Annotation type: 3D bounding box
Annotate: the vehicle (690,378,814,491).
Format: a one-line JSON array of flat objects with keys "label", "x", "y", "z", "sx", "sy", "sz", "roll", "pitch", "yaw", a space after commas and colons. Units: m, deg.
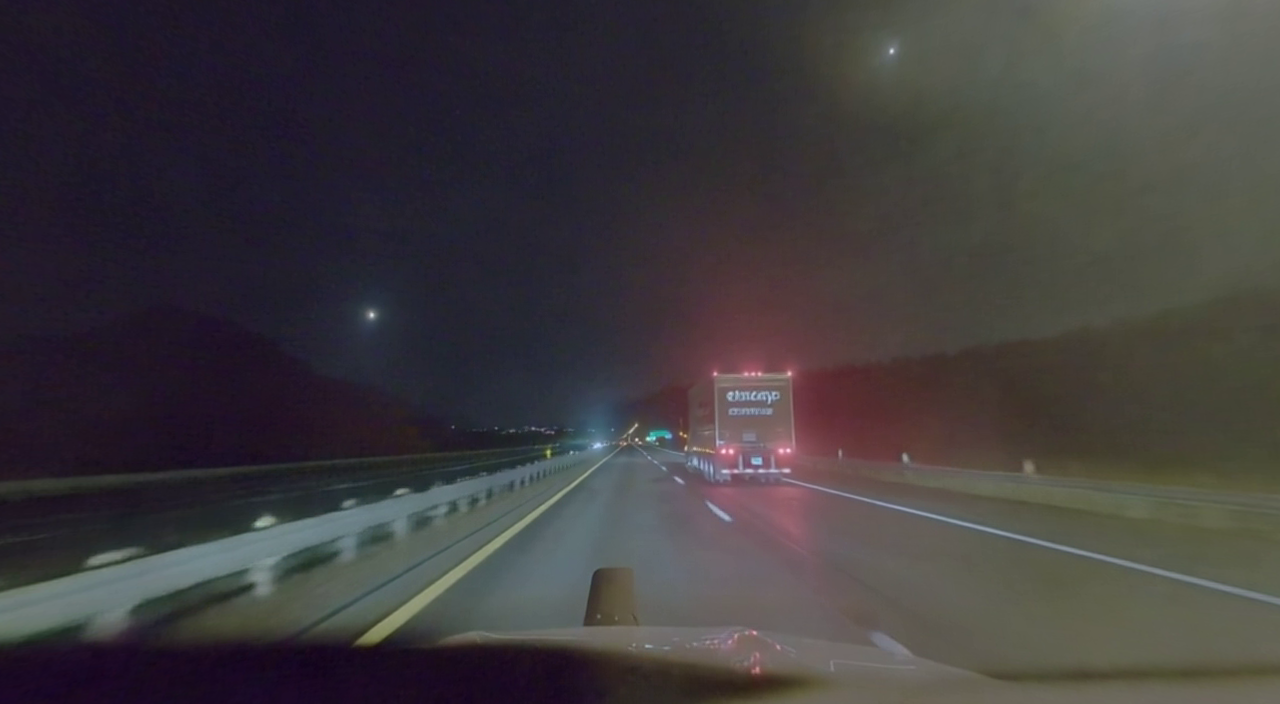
[{"label": "vehicle", "x": 3.490, "y": 2.853, "z": 21.693, "sx": 2.702, "sy": 3.193, "sz": 7.196, "roll": 0, "pitch": -8, "yaw": -2}]
